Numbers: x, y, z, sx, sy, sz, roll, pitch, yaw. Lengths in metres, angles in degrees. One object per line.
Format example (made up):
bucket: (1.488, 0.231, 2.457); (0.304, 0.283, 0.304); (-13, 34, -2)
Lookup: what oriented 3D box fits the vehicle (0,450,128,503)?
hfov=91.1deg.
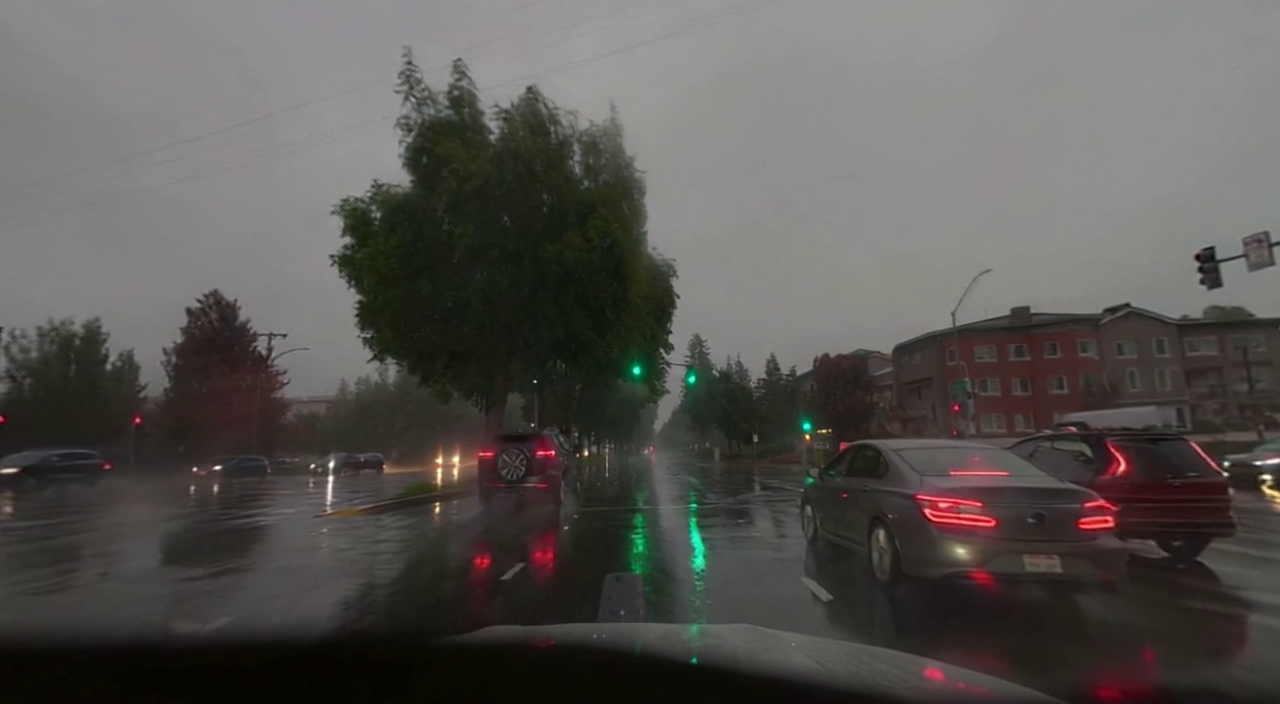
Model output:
vehicle: (-21.987, 4.510, 23.213); (1.908, 1.642, 4.910); (0, -8, 0)

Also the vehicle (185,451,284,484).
vehicle: (-27.180, 7.714, 42.363); (2.278, 2.000, 5.570); (-2, -9, 10)

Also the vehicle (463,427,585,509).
vehicle: (-2.960, 3.114, 17.394); (2.231, 1.898, 4.985); (0, -8, 2)

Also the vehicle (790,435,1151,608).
vehicle: (3.367, 1.784, 7.666); (1.990, 1.454, 4.490); (0, -8, 0)

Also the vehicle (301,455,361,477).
vehicle: (-21.862, 8.105, 44.629); (1.779, 1.464, 4.660); (0, -10, 2)
